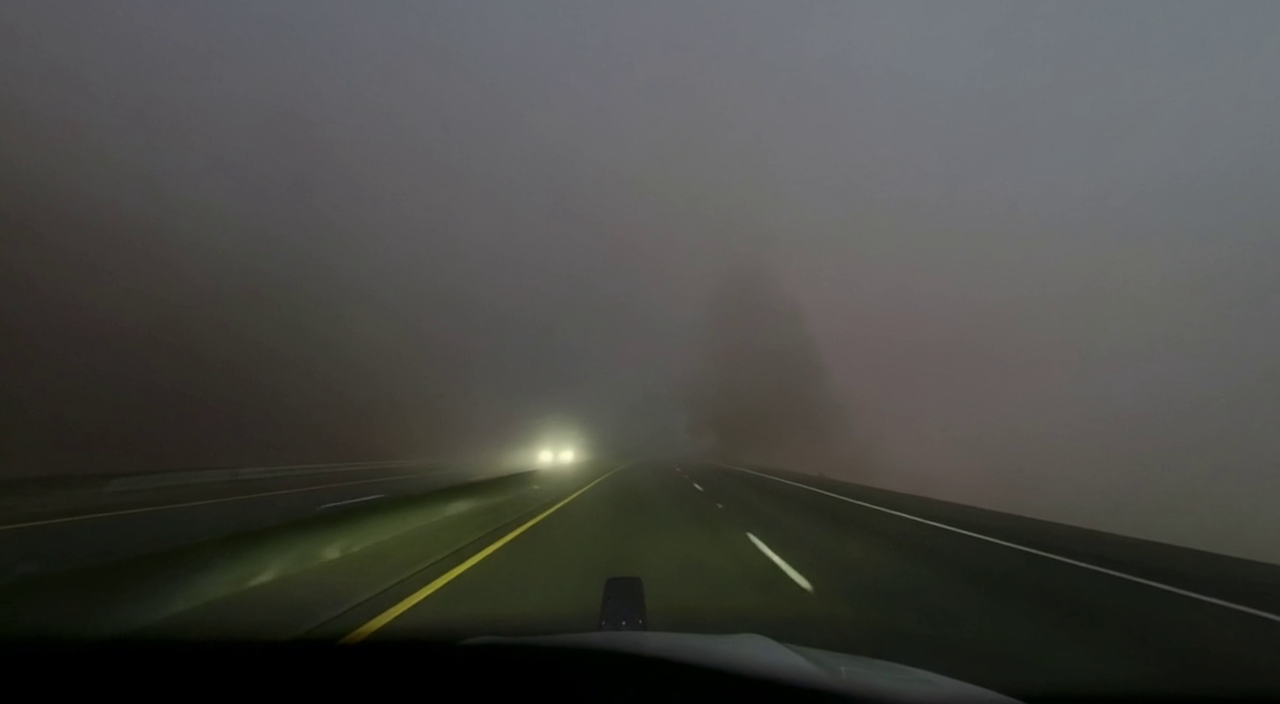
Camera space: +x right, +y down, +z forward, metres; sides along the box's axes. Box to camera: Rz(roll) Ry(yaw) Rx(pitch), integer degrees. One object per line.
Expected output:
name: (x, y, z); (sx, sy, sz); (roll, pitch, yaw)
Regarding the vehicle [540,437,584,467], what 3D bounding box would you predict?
vehicle: (-5.313, 6.872, 43.453); (2.341, 1.910, 4.785); (0, -8, 1)
